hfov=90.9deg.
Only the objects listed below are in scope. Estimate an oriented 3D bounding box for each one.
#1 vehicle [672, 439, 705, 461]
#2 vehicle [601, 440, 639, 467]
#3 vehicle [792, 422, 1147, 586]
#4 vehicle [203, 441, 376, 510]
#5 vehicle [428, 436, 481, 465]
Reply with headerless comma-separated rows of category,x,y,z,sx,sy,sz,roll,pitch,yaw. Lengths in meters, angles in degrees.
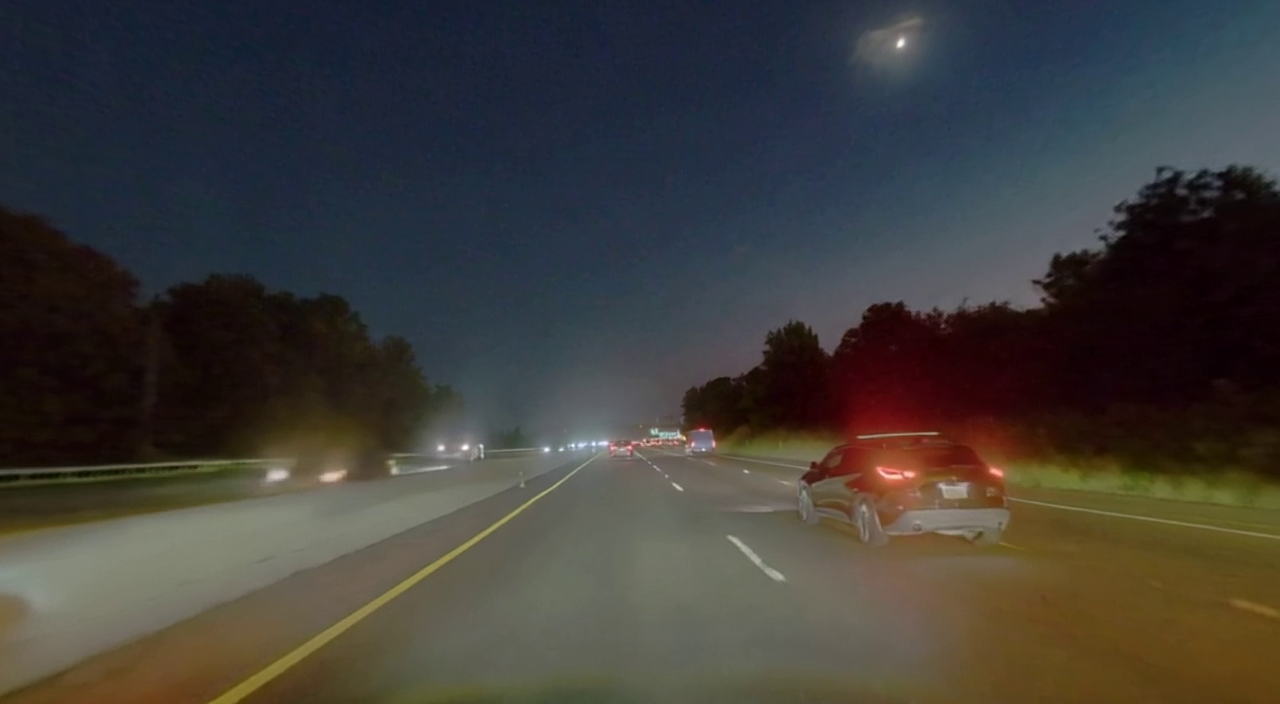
vehicle,3.525,7.186,46.411,1.995,1.556,3.893,0,-8,-2
vehicle,-1.139,5.813,36.435,2.055,1.466,4.317,0,-8,-2
vehicle,3.641,1.729,8.260,1.961,1.495,4.743,0,-8,-2
vehicle,-8.869,3.107,16.525,2.017,1.504,4.505,0,-8,-1
vehicle,-12.854,6.800,43.945,2.210,1.908,5.012,0,-8,-1
